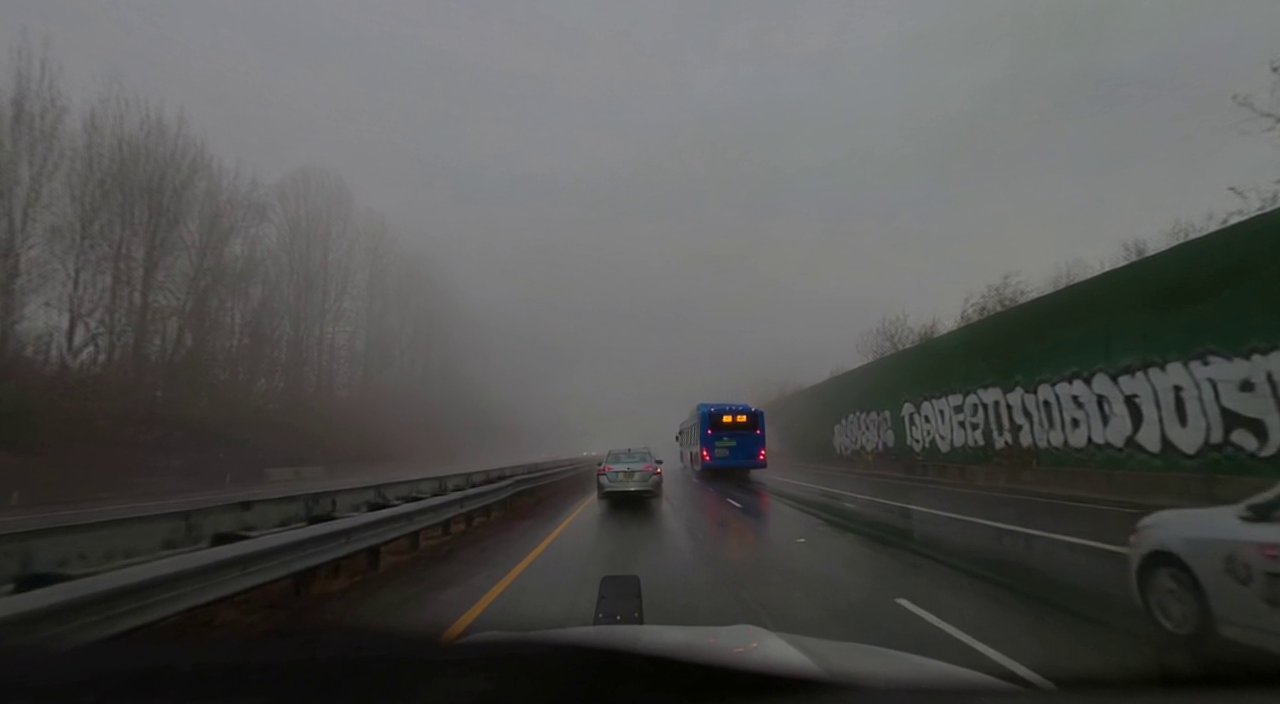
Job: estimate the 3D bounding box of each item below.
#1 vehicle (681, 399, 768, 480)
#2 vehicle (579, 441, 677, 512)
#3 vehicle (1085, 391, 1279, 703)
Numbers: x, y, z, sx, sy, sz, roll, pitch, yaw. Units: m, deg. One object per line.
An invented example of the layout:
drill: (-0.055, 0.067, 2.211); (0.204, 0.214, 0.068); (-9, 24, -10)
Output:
vehicle: (4.087, 4.761, 33.618); (3.055, 3.479, 12.521); (-1, -9, 1)
vehicle: (-0.269, 3.085, 16.000); (2.160, 1.532, 4.073); (-1, -9, 0)
vehicle: (3.960, 0.814, 2.117); (1.995, 1.507, 3.915); (-1, -9, 0)
